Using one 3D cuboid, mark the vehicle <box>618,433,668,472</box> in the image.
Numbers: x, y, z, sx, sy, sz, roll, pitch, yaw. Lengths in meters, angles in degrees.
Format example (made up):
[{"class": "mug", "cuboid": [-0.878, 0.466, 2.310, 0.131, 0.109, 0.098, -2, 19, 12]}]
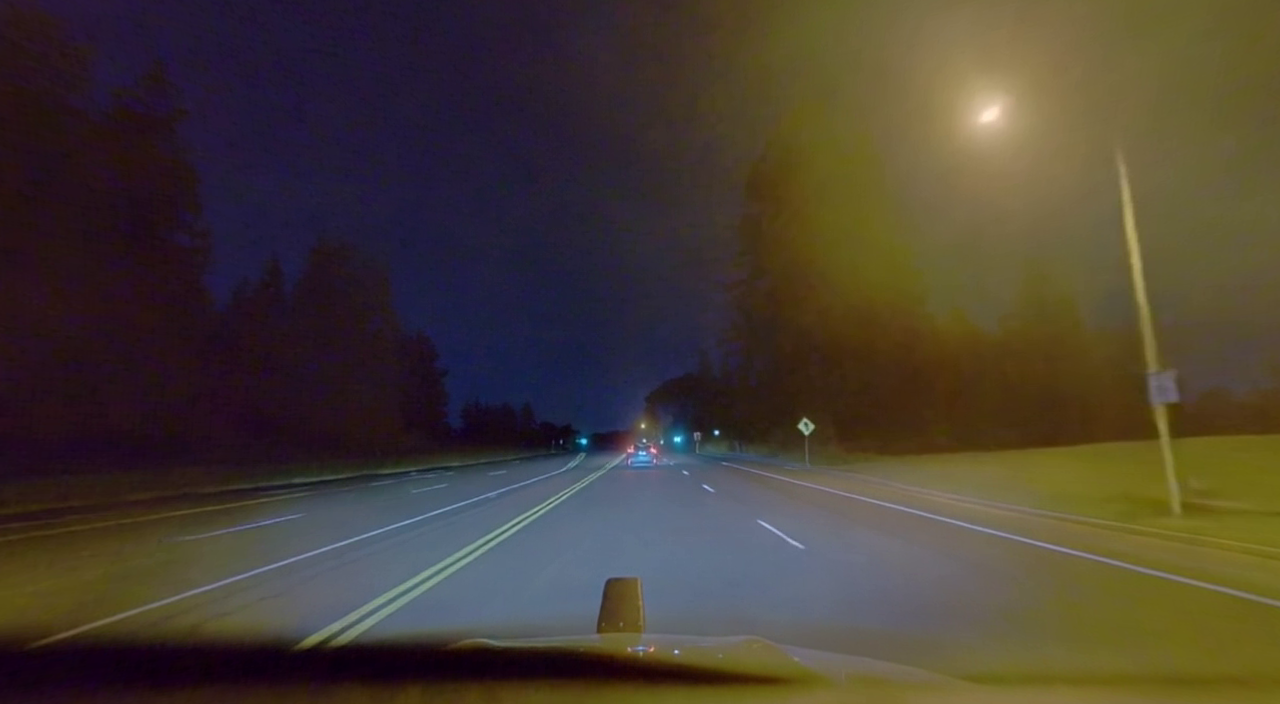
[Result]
[{"class": "vehicle", "cuboid": [0.146, 4.865, 30.546, 2.256, 1.734, 4.176, 0, -9, 1]}]
